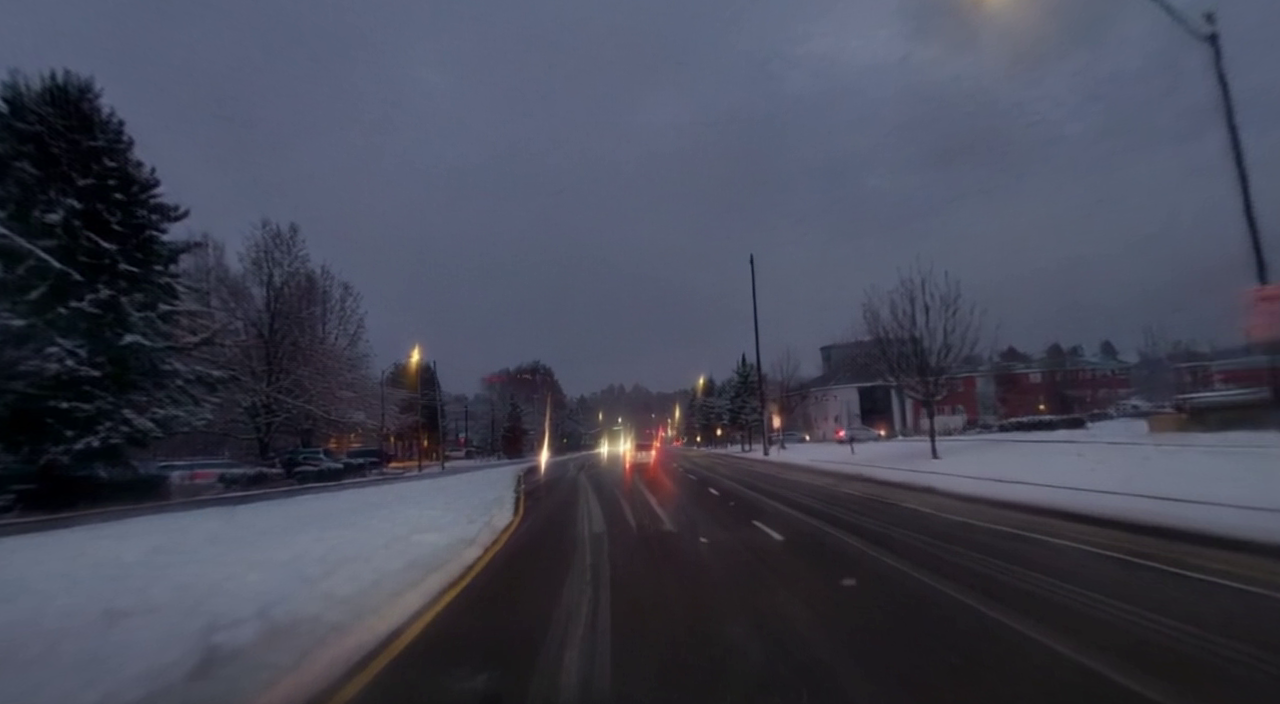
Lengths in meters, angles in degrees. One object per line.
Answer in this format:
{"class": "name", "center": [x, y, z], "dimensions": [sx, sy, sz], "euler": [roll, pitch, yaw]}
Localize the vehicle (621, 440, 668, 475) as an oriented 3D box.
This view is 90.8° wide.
{"class": "vehicle", "center": [0.223, 5.255, 31.649], "dimensions": [2.181, 1.639, 4.127], "euler": [0, -9, 0]}
